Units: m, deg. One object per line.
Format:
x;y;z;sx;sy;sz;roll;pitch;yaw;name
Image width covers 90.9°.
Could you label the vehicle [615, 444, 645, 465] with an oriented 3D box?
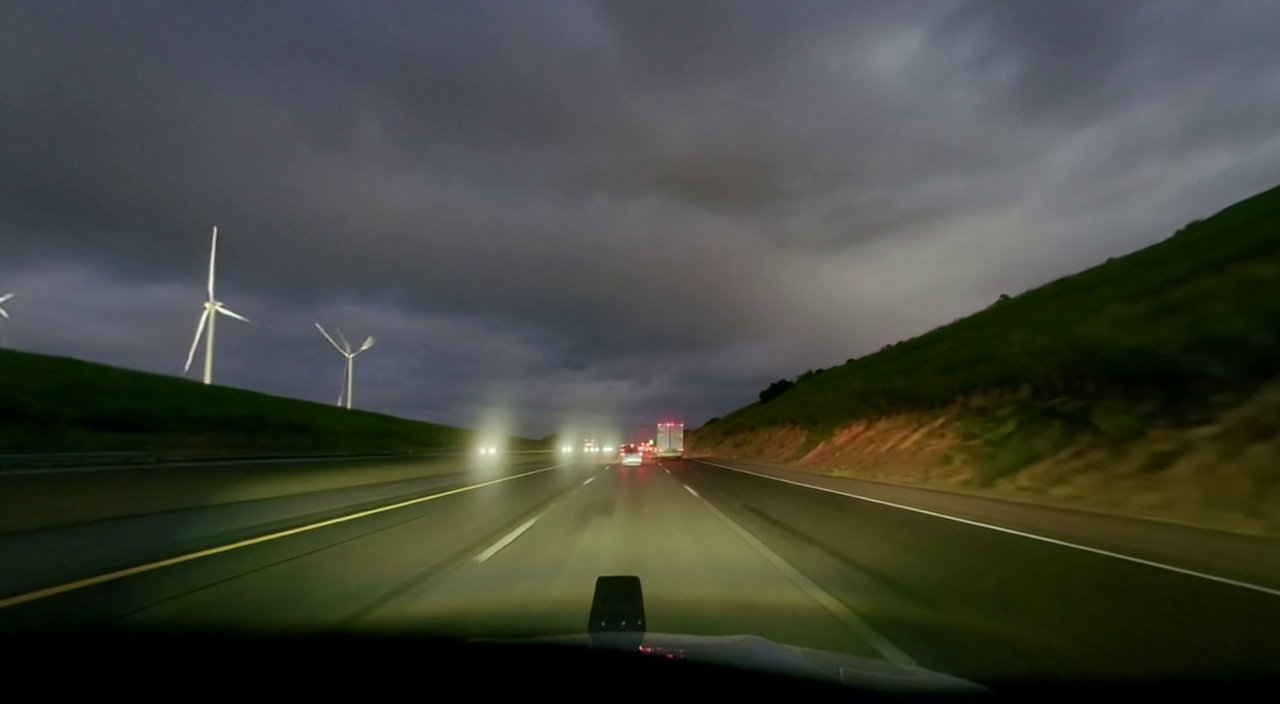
-0.767;7.702;47.506;2.209;1.453;3.695;0;-9;-1;vehicle
